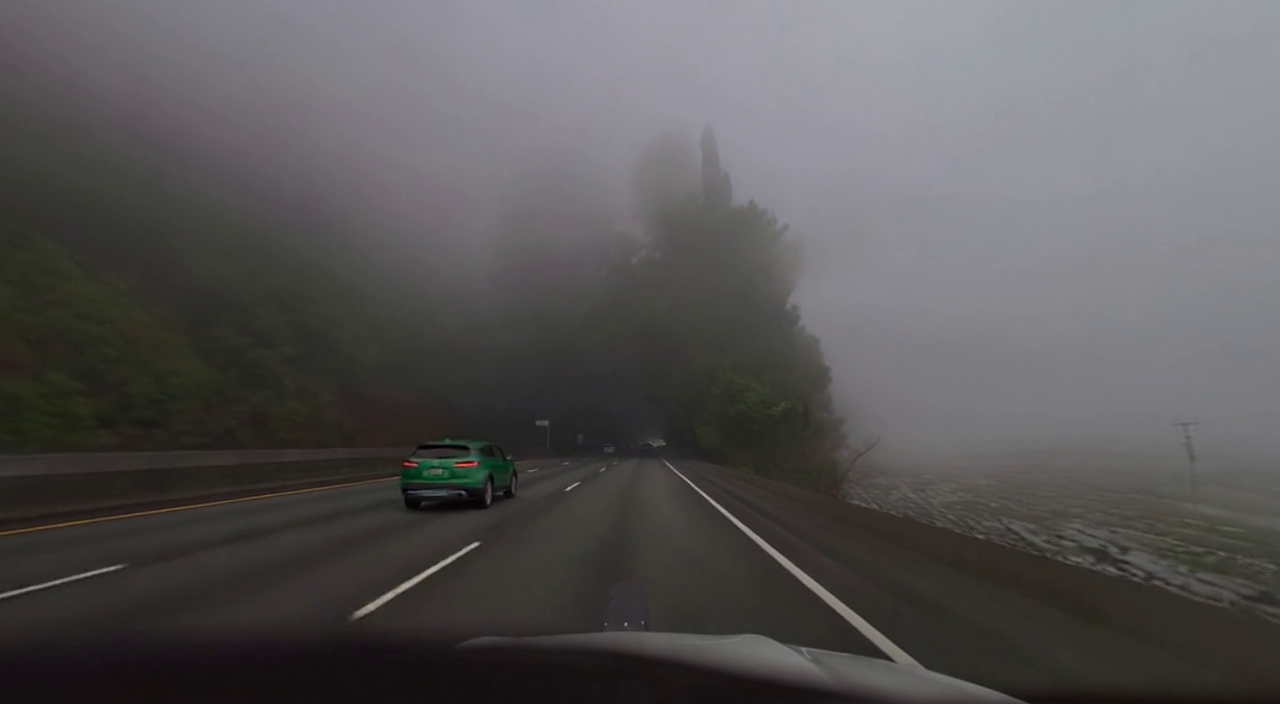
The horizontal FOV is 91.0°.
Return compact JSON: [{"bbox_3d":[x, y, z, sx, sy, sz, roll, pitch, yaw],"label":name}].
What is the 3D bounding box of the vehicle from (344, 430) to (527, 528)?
[{"bbox_3d":[-3.646,2.324,12.161,1.993,1.538,4.192,0,-8,2],"label":"vehicle"}]
